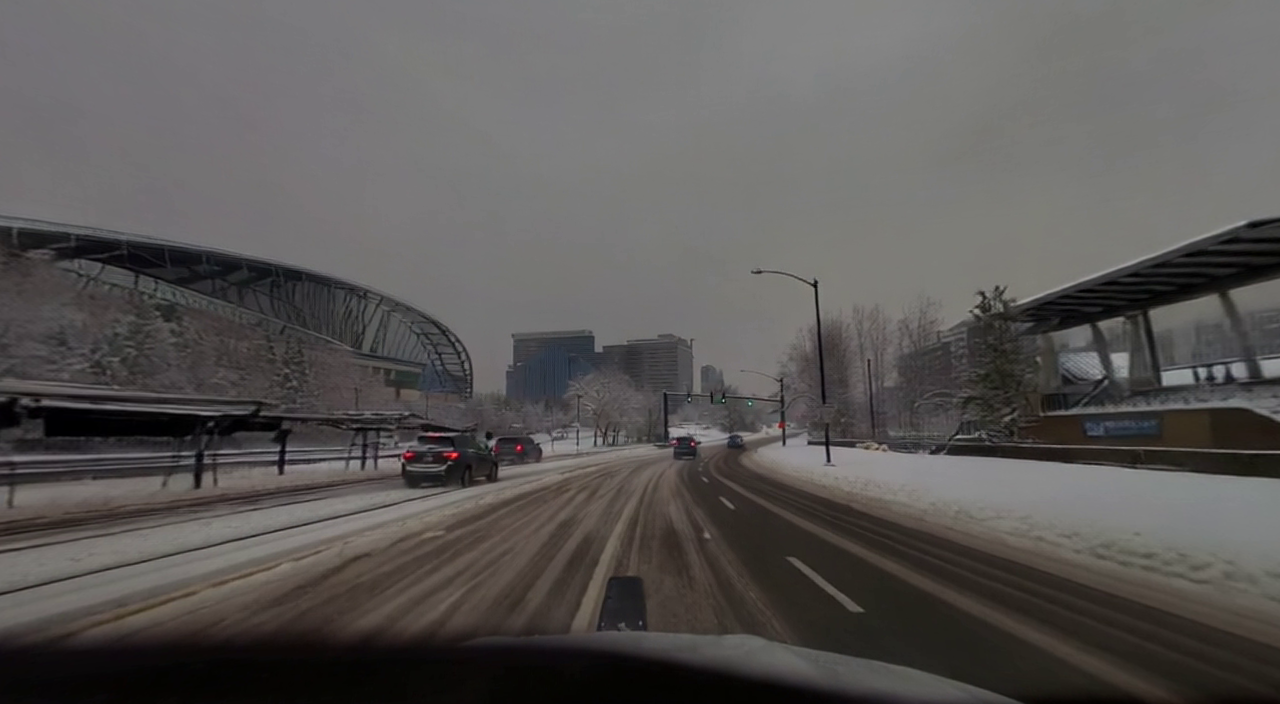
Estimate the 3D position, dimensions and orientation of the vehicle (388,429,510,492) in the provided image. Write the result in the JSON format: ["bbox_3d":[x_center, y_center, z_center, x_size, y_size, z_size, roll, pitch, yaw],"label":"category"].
[{"bbox_3d":[-5.789,3.357,19.872,2.181,1.728,4.515,-1,-8,4],"label":"vehicle"}]

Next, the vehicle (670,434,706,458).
[{"bbox_3d":[3.828,7.349,49.475,2.345,1.803,4.261,-2,-8,10],"label":"vehicle"}]
